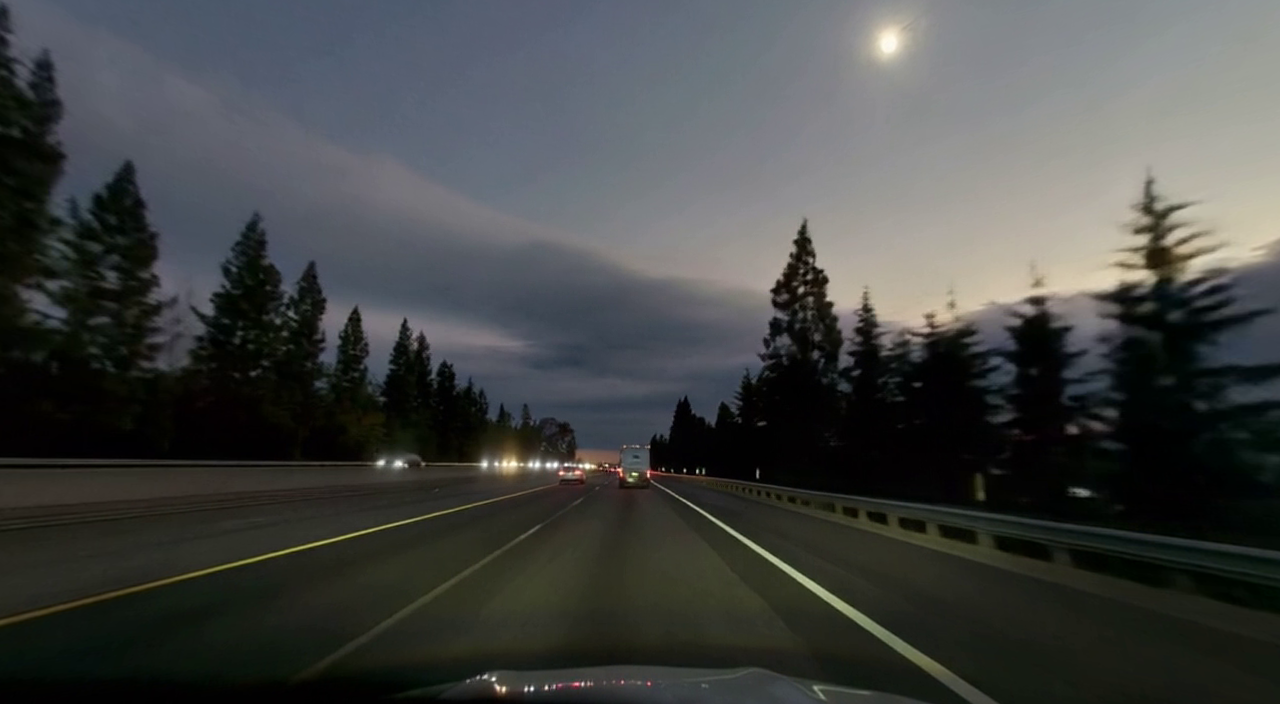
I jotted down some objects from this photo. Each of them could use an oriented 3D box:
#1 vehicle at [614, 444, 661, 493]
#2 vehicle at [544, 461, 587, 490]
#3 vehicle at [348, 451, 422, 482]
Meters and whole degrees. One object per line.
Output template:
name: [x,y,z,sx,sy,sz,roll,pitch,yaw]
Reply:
vehicle: [-0.180,6.747,36.435,2.482,2.549,5.447,1,-11,-1]
vehicle: [-4.430,7.411,37.883,2.100,1.605,3.883,1,-11,0]
vehicle: [-13.793,6.256,34.427,2.174,1.523,4.558,1,-11,-1]
